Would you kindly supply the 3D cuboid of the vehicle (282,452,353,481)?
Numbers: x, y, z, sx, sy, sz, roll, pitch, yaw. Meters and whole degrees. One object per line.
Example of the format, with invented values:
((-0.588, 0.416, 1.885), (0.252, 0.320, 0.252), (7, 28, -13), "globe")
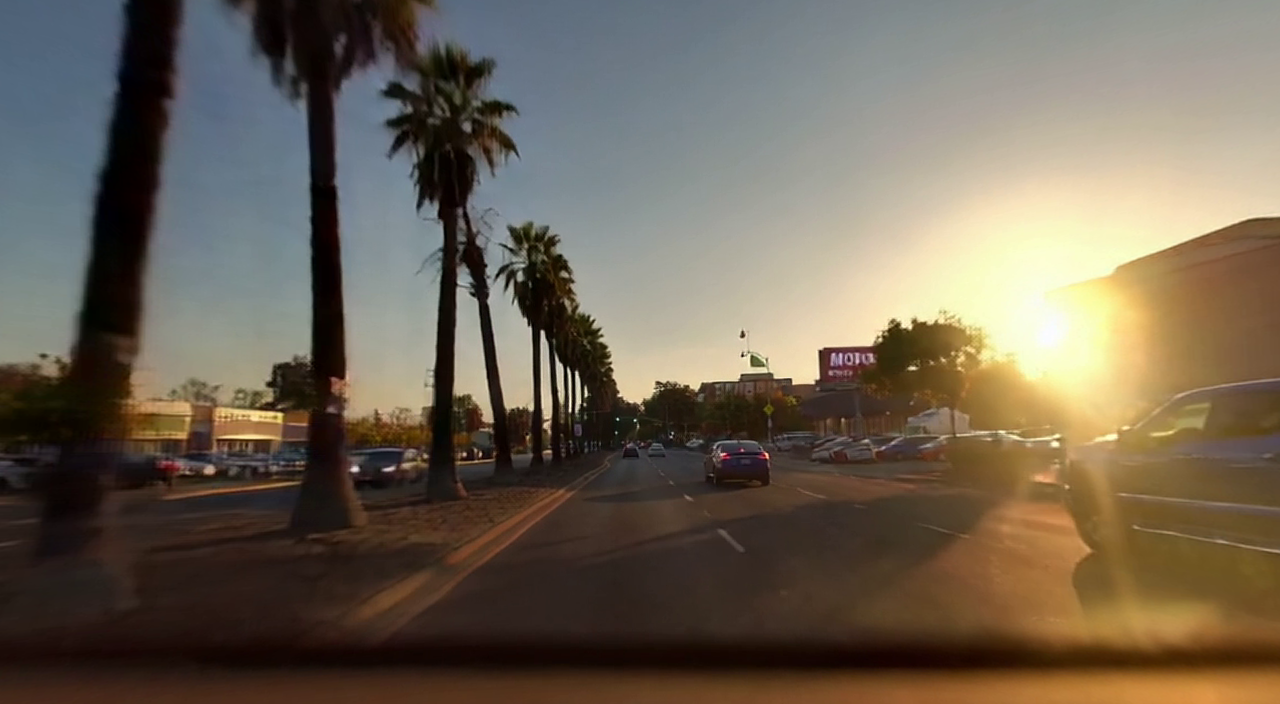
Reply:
((-19.476, 6.914, 38.428), (1.840, 1.524, 4.923), (0, -8, -2), "vehicle")

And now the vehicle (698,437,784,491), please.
((3.114, 3.550, 20.425), (1.889, 1.541, 4.303), (0, -8, -2), "vehicle")

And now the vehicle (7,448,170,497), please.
((-24.241, 5.283, 28.220), (2.112, 1.821, 5.960), (-2, -8, -2), "vehicle")

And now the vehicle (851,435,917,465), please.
((15.406, 6.215, 40.218), (2.067, 1.772, 4.910), (0, -8, -2), "vehicle")

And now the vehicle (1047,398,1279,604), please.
((6.114, 1.171, 4.974), (2.140, 1.606, 5.437), (0, -9, -1), "vehicle")

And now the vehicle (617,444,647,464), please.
((-0.671, 7.986, 49.572), (2.258, 1.468, 4.076), (0, -8, -2), "vehicle")

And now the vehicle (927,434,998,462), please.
((20.640, 6.162, 40.619), (1.925, 1.724, 4.458), (0, -9, -4), "vehicle")

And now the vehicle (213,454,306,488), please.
((-19.408, 6.060, 32.535), (1.983, 1.492, 4.904), (0, -8, -3), "vehicle")
